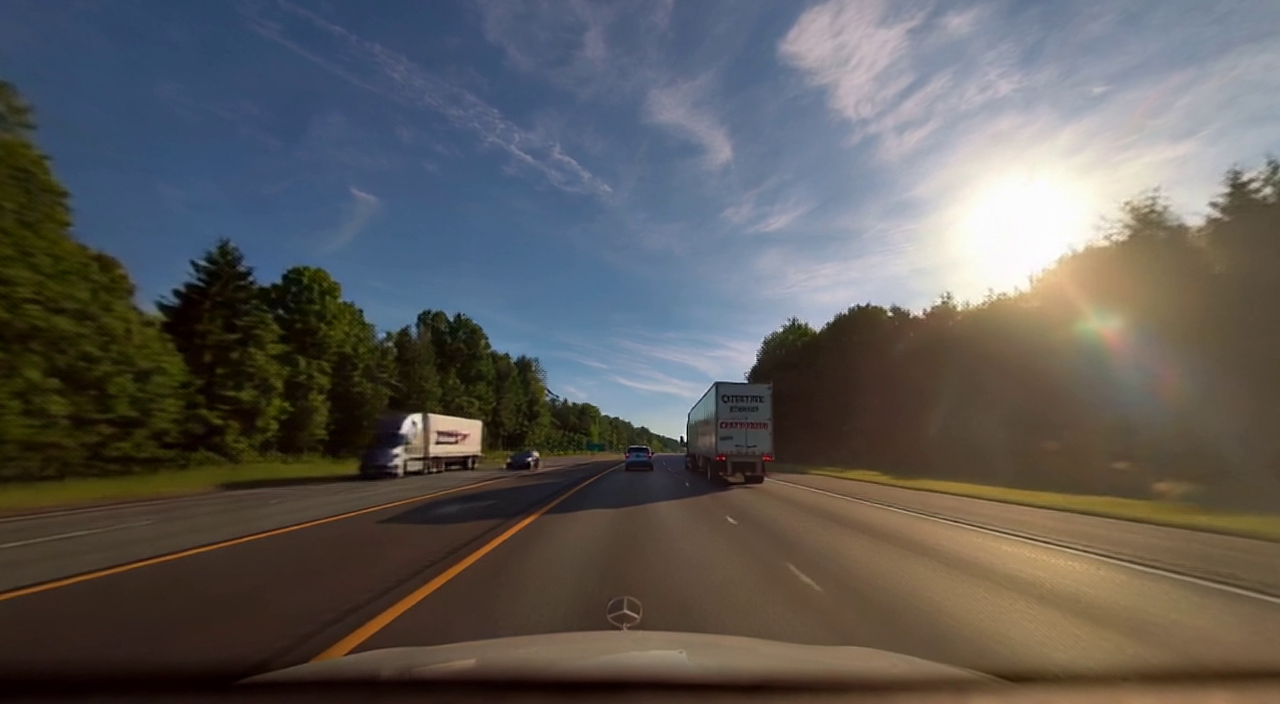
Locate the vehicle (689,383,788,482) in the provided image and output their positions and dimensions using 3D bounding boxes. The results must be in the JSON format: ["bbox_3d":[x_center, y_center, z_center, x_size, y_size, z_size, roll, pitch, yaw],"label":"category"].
[{"bbox_3d":[4.633,4.455,33.329,2.909,4.074,14.457,0,-9,0],"label":"vehicle"}]

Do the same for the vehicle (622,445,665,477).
[{"bbox_3d":[0.181,5.527,32.138,2.074,1.475,3.960,0,-9,0],"label":"vehicle"}]

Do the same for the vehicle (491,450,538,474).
[{"bbox_3d":[-8.158,7.188,41.390,1.975,1.514,4.708,0,-9,2],"label":"vehicle"}]

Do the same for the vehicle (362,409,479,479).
[{"bbox_3d":[-13.247,5.795,39.491,3.135,3.736,10.955,0,-9,2],"label":"vehicle"}]
